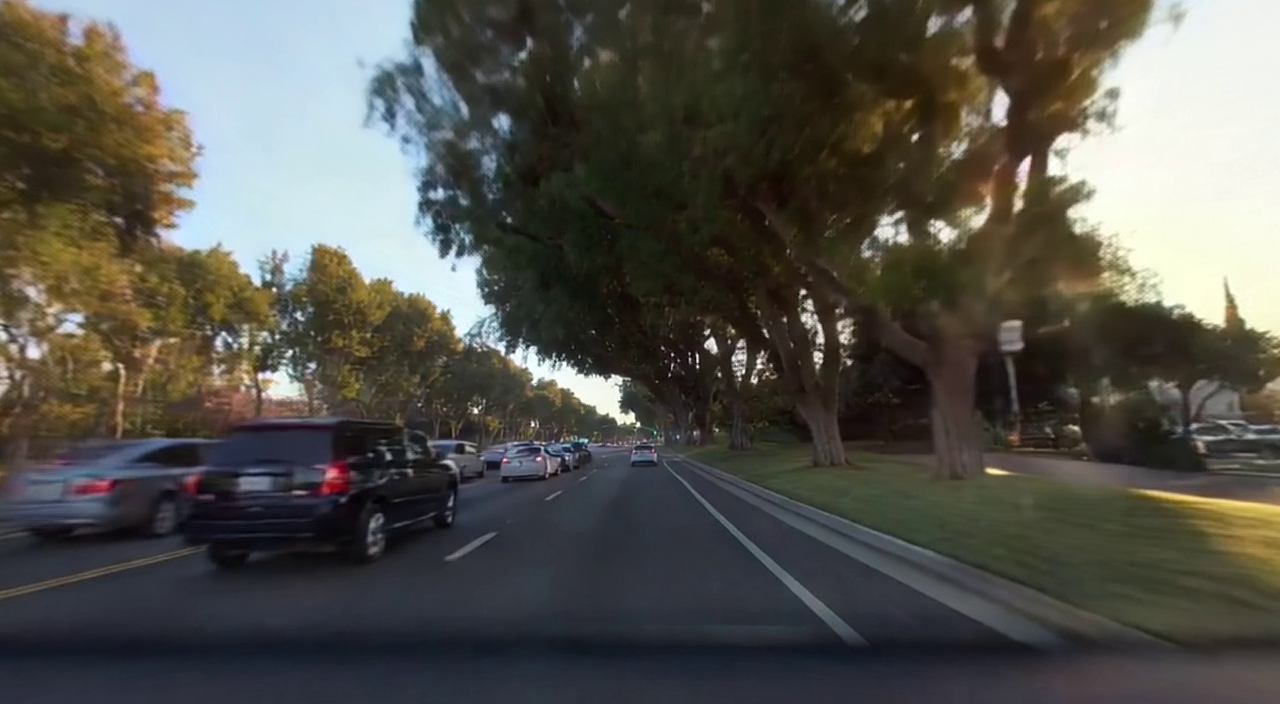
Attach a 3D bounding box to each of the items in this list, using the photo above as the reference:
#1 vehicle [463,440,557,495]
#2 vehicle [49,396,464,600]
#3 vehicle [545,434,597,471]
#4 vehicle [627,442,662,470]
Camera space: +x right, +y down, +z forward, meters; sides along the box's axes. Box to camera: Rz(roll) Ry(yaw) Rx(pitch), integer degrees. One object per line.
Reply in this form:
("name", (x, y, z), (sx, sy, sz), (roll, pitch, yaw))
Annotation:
("vehicle", (-3.849, 3.490, 19.525), (1.952, 1.471, 4.334), (-1, -8, 1))
("vehicle", (-4.025, 1.621, 7.988), (2.130, 1.749, 4.904), (0, -8, 0))
("vehicle", (-3.651, 5.420, 34.215), (2.242, 1.852, 5.201), (0, -8, 0))
("vehicle", (0.250, 5.802, 35.322), (1.875, 1.453, 3.888), (0, -8, 0))
